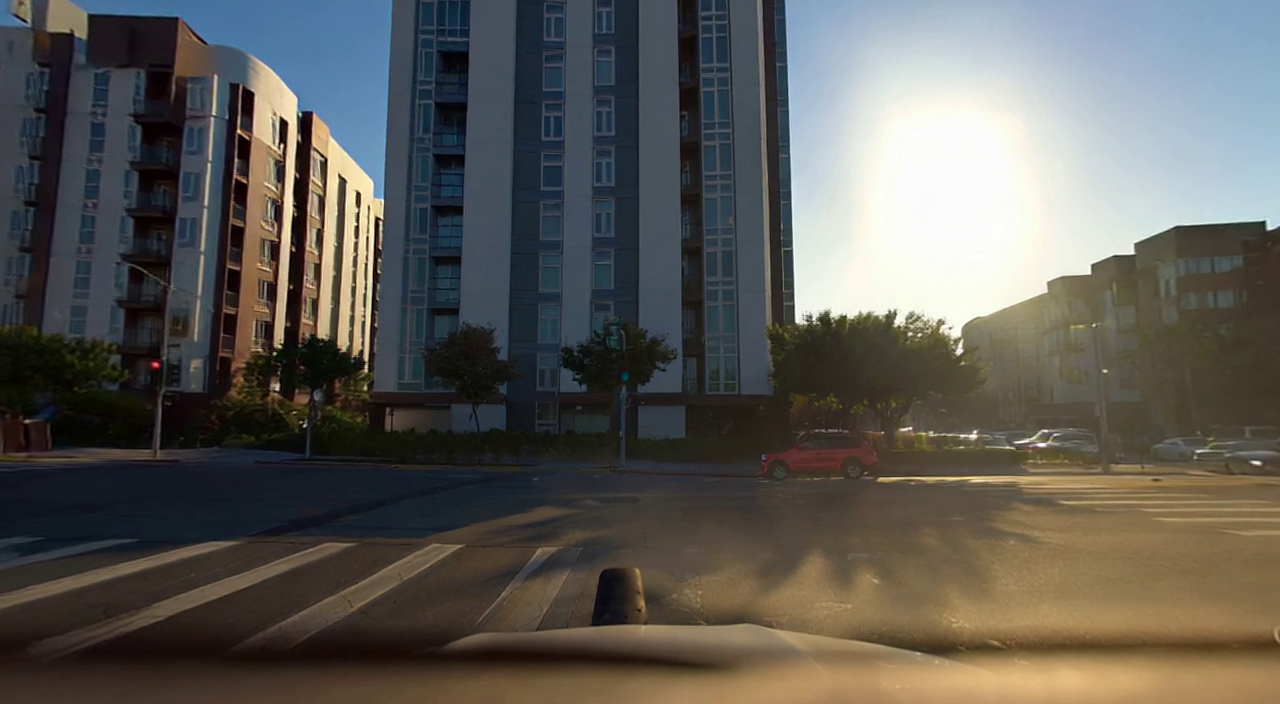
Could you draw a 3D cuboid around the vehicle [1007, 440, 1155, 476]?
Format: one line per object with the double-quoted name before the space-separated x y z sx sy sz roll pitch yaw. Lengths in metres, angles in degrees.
"vehicle" 18.557 4.464 26.701 4.823 1.458 1.914 0 -9 -1
